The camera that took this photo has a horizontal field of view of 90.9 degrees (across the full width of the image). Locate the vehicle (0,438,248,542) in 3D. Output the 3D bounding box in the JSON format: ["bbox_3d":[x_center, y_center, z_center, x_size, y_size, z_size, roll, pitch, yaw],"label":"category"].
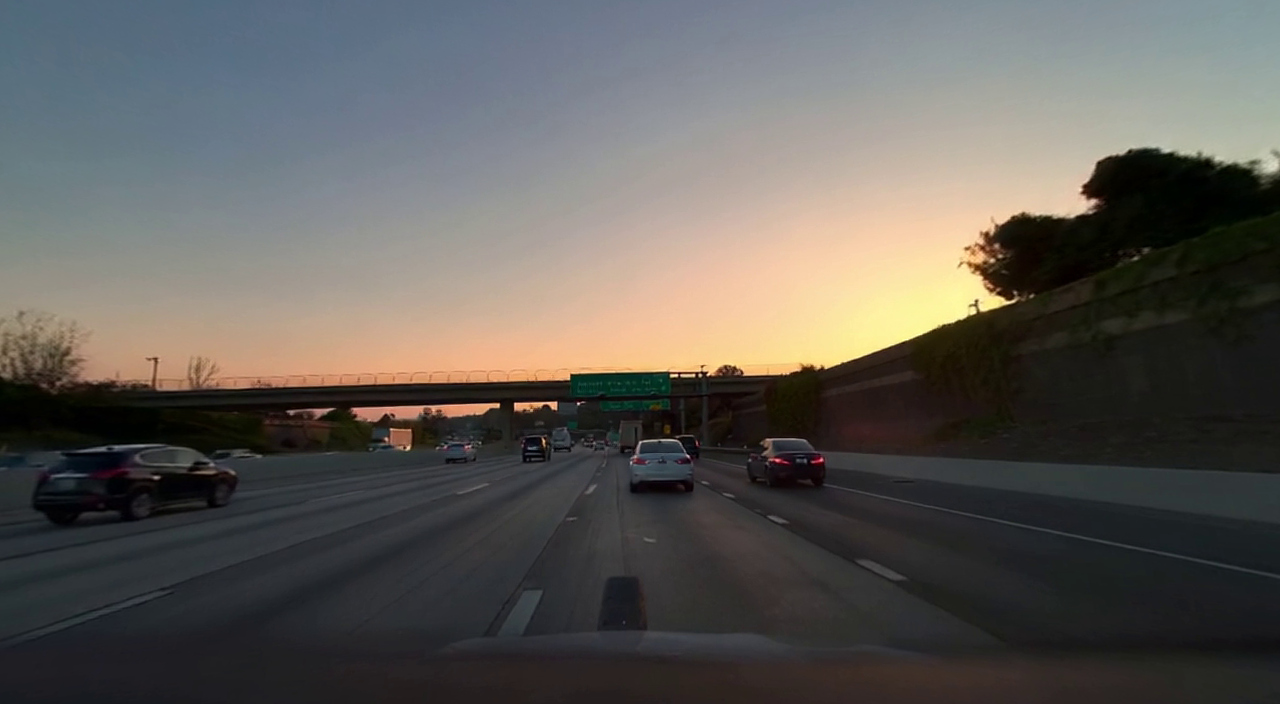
[{"bbox_3d":[-9.950,2.427,11.877,2.019,1.510,4.992,0,-8,-1],"label":"vehicle"}]

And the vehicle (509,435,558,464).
[{"bbox_3d":[-7.490,6.918,44.977,2.486,1.856,6.310,0,-8,-1],"label":"vehicle"}]

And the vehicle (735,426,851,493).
[{"bbox_3d":[4.331,3.119,18.640,2.100,1.707,4.342,0,-8,-3],"label":"vehicle"}]

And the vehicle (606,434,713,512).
[{"bbox_3d":[0.254,2.632,14.216,2.042,1.446,4.269,0,-8,-3],"label":"vehicle"}]
